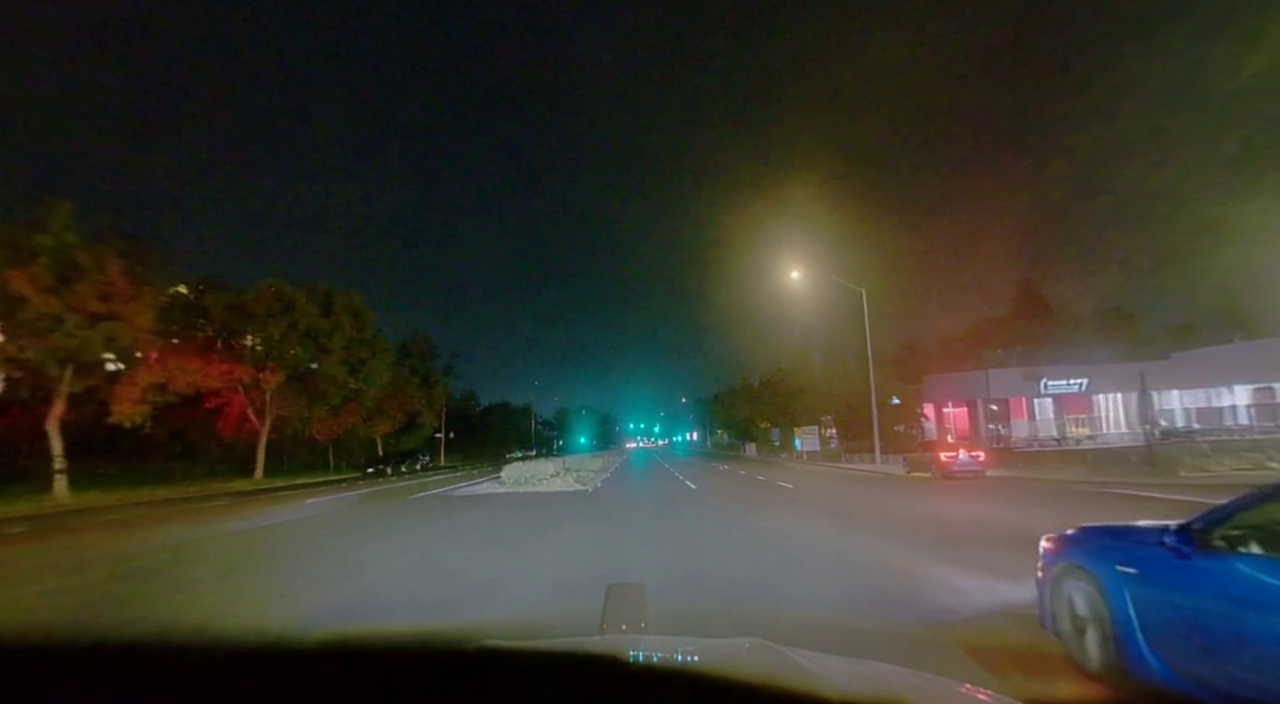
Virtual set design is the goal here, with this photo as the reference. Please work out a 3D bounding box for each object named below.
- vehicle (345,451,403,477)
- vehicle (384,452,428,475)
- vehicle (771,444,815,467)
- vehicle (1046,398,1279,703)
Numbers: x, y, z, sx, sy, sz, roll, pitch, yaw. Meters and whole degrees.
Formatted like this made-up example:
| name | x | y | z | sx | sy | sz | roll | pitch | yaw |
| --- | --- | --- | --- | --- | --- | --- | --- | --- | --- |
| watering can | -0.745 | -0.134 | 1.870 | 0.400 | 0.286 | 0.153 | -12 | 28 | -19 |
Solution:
| name | x | y | z | sx | sy | sz | roll | pitch | yaw |
| --- | --- | --- | --- | --- | --- | --- | --- | --- | --- |
| vehicle | -18.347 | 7.716 | 43.682 | 1.993 | 1.686 | 4.698 | 0 | -8 | -1 |
| vehicle | -18.193 | 8.696 | 49.168 | 1.828 | 1.457 | 4.292 | -3 | -7 | 0 |
| vehicle | 10.157 | 6.902 | 42.158 | 1.889 | 1.472 | 4.304 | 0 | -8 | 0 |
| vehicle | 3.197 | 0.715 | 0.988 | 2.141 | 1.443 | 4.499 | 0 | -8 | 0 |
